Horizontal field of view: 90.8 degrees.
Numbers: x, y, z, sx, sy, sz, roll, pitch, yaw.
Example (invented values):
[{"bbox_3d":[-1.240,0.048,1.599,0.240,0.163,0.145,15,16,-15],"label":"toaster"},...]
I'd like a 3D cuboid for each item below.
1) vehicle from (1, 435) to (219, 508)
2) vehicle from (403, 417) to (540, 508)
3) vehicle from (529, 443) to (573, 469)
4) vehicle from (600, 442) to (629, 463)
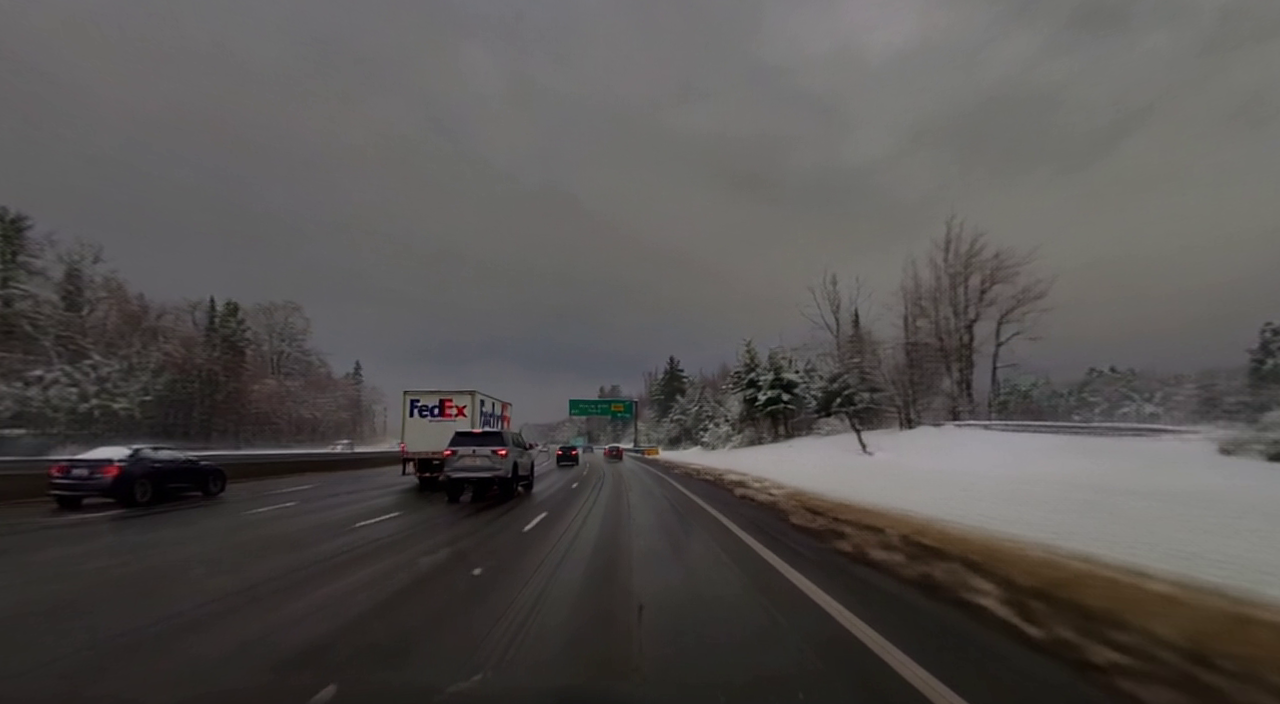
[{"bbox_3d":[-13.756,3.098,16.857,2.018,1.668,4.409,0,-9,-1],"label":"vehicle"},{"bbox_3d":[-3.910,2.680,15.671,2.170,1.886,4.628,0,-9,-1],"label":"vehicle"},{"bbox_3d":[-5.336,6.307,38.447,2.192,1.478,4.591,0,-9,-3],"label":"vehicle"},{"bbox_3d":[-1.996,7.680,48.403,2.043,1.489,3.839,0,-9,-5],"label":"vehicle"}]
